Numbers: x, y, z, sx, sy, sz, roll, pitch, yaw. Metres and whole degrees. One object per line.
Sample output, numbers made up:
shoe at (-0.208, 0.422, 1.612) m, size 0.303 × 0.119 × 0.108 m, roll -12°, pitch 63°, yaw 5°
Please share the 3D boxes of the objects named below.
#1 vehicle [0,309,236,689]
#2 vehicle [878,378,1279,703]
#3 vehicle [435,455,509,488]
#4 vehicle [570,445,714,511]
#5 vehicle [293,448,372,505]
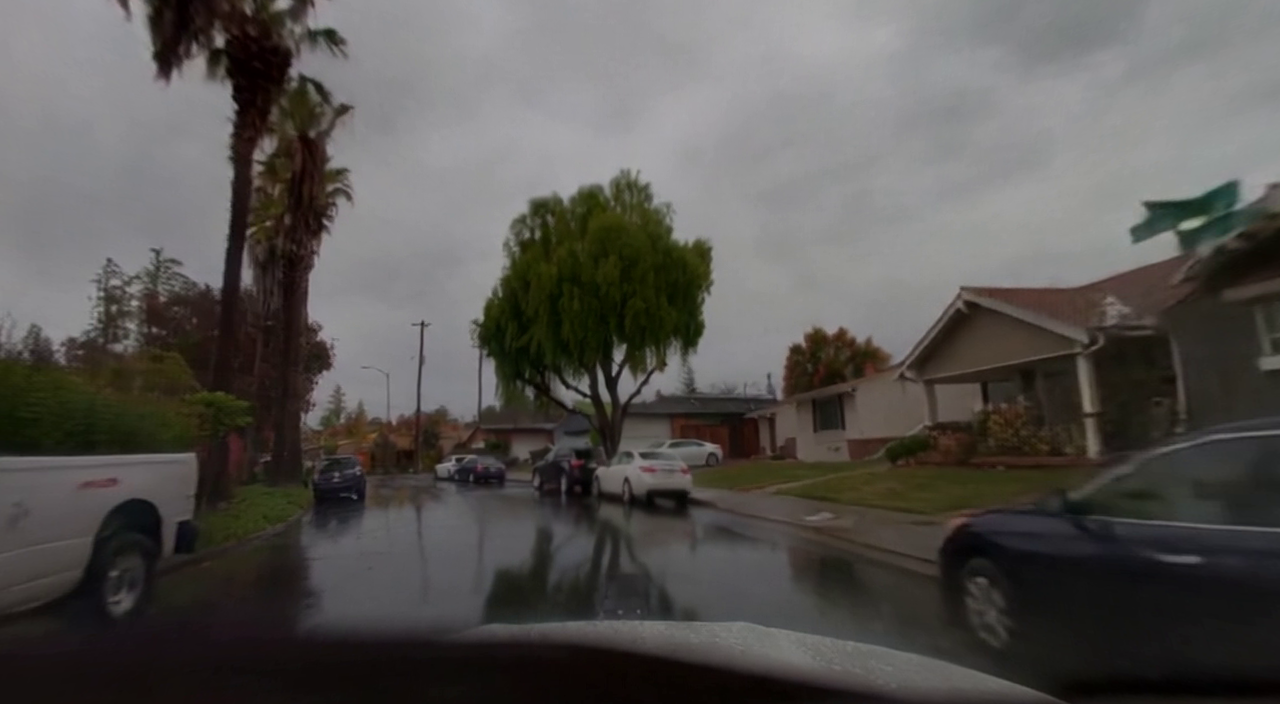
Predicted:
vehicle at (-5.014, 0.919, 3.277) m, size 2.337 × 2.289 × 6.092 m, roll -7°, pitch -8°, yaw -7°
vehicle at (2.872, 0.908, 2.327) m, size 1.927 × 1.522 × 4.728 m, roll 0°, pitch -8°, yaw -3°
vehicle at (-8.963, 6.282, 33.400) m, size 2.006 × 1.484 × 4.768 m, roll 7°, pitch -11°, yaw -38°
vehicle at (-0.152, 3.295, 17.197) m, size 2.108 × 1.503 × 4.977 m, roll 3°, pitch -9°, yaw -23°
vehicle at (-12.120, 4.808, 24.636) m, size 2.026 × 1.816 × 4.532 m, roll 1°, pitch -9°, yaw -36°
